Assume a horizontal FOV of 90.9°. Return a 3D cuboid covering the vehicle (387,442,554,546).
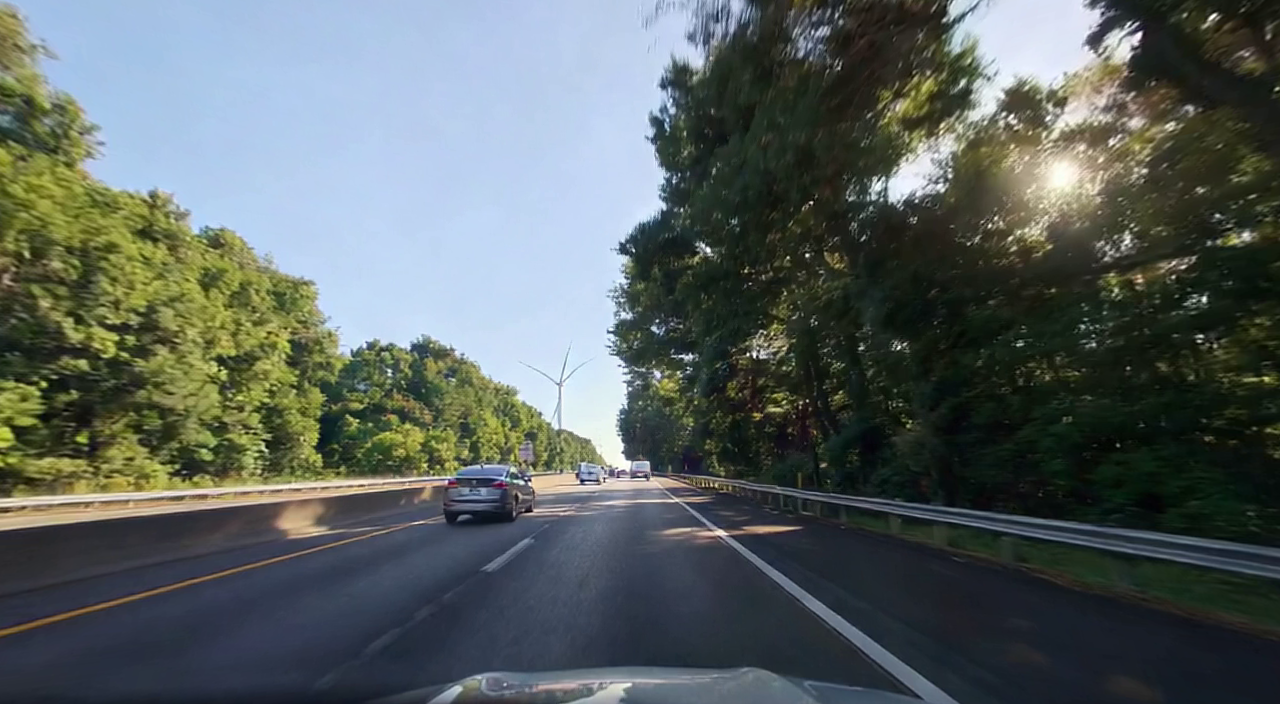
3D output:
[{"bbox_3d":[-3.191,2.832,12.989,2.124,1.705,4.440,1,-11,1],"label":"vehicle"}]
